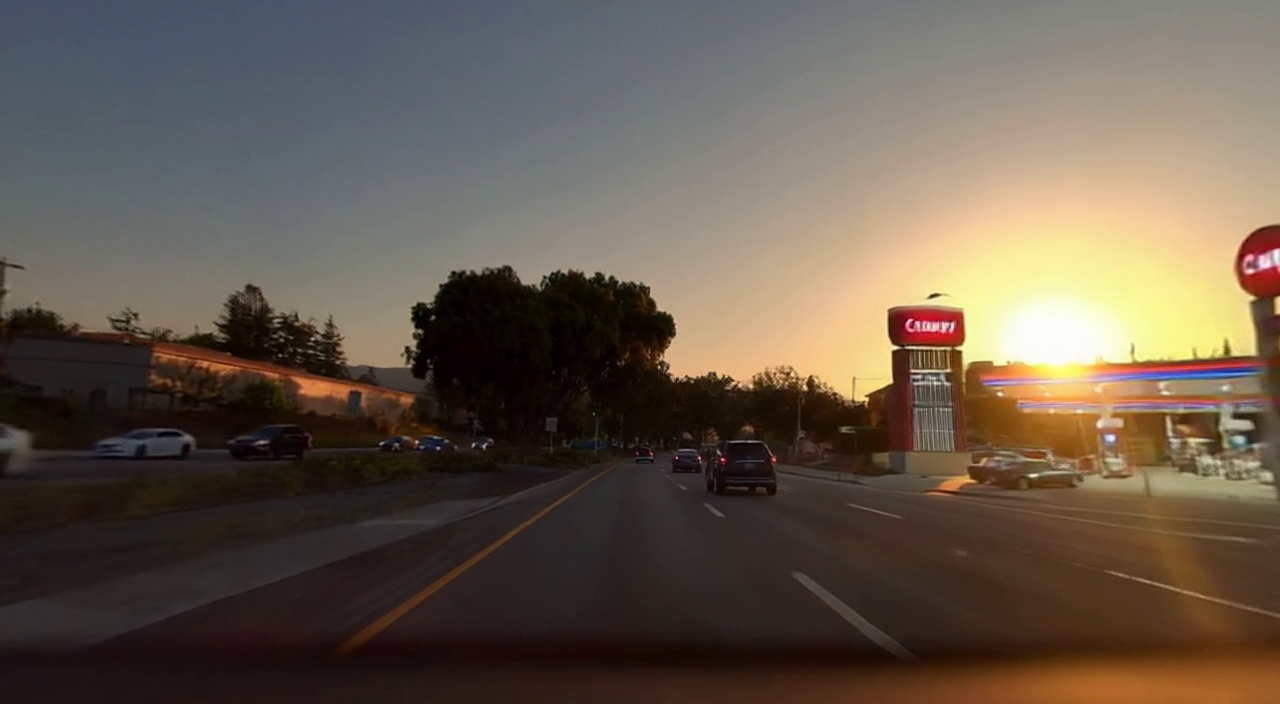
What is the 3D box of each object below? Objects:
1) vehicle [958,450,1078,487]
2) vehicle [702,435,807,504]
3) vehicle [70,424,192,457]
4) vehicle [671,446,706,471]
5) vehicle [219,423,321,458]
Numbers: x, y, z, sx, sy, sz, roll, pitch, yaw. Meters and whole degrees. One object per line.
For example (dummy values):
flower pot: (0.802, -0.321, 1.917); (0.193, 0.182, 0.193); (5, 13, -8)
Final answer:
vehicle: (18.252, 5.610, 30.557); (4.587, 1.710, 1.969); (1, -9, -6)
vehicle: (3.252, 3.442, 18.991); (2.184, 1.777, 4.712); (0, -8, -1)
vehicle: (-23.806, 4.194, 29.732); (1.848, 1.450, 4.502); (0, -8, 3)
vehicle: (3.203, 7.166, 42.586); (2.012, 1.612, 4.114); (0, -8, 0)
vehicle: (-19.858, 4.823, 34.177); (2.037, 1.761, 5.401); (-1, -8, 3)
